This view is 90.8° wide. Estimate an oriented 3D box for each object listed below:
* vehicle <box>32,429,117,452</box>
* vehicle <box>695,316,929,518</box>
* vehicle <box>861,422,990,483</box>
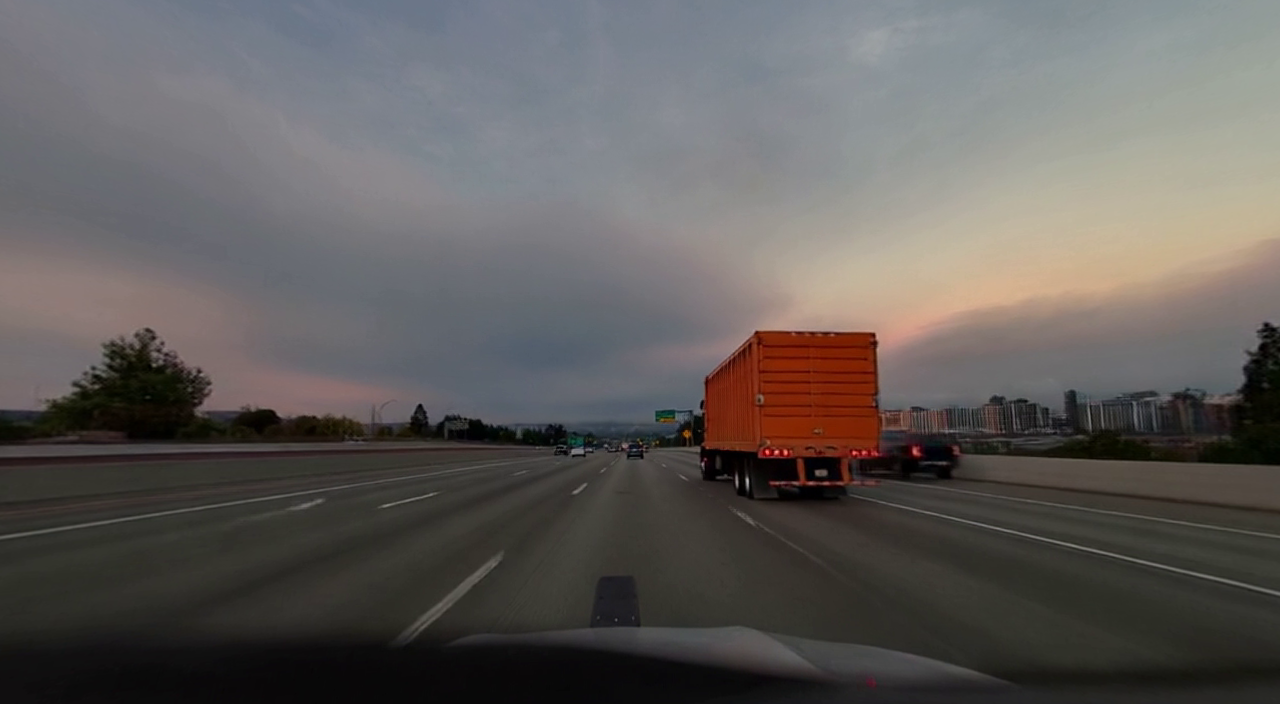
[{"bbox_3d":[-44.582,7.037,49.999,1.933,1.642,5.248,0,-9,-1],"label":"vehicle"},{"bbox_3d":[3.479,1.903,16.477,2.966,3.586,10.563,0,-9,-1],"label":"vehicle"},{"bbox_3d":[10.745,3.853,24.426,2.286,2.044,5.722,0,-9,0],"label":"vehicle"}]
